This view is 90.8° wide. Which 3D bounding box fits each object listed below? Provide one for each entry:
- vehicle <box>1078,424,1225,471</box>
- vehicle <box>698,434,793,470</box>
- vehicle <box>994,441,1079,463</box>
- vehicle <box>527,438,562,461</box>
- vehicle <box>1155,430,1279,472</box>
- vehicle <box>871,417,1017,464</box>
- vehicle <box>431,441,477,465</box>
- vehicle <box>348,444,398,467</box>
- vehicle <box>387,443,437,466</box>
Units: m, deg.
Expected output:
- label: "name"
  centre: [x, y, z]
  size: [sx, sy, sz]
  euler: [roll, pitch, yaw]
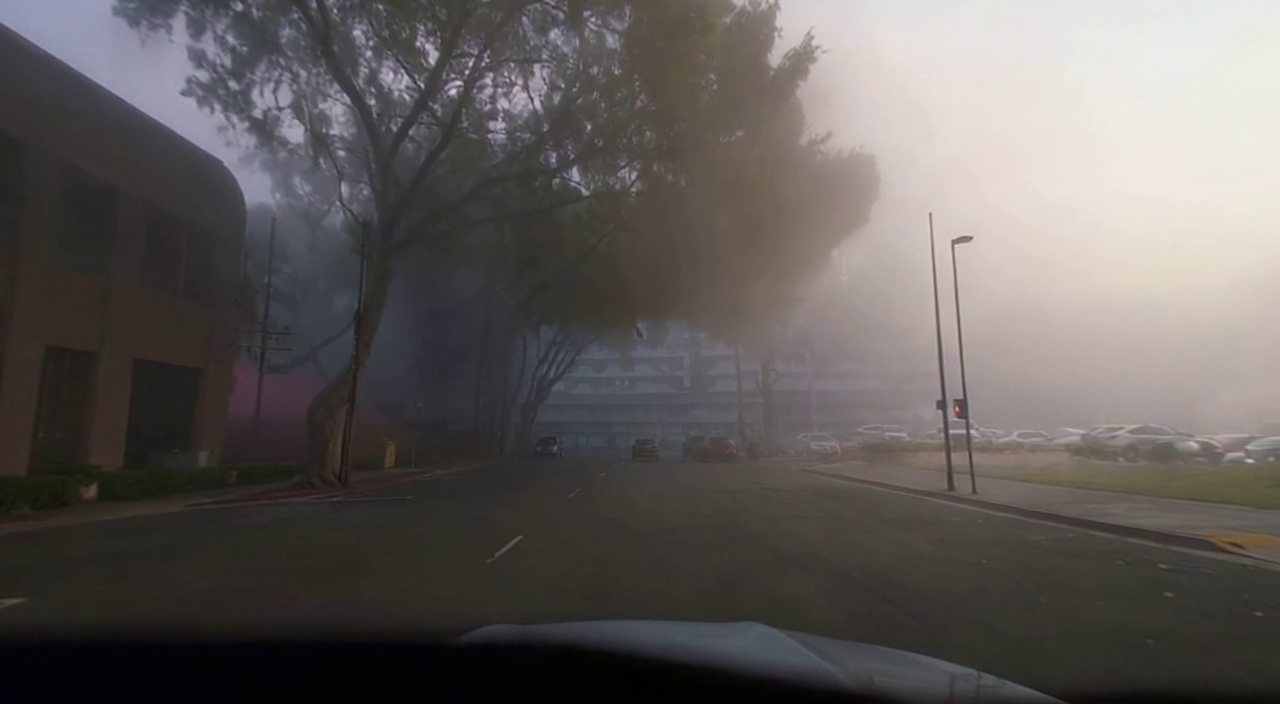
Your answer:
- label: "vehicle"
  centre: [26.004, 4.879, 32.284]
  size: [5.596, 2.168, 2.307]
  euler: [2, -8, -3]
- label: "vehicle"
  centre: [5.416, 5.083, 32.217]
  size: [4.626, 1.723, 1.939]
  euler: [5, -10, -32]
- label: "vehicle"
  centre: [26.816, 6.789, 42.830]
  size: [4.558, 1.452, 1.790]
  euler: [0, -8, -1]
- label: "vehicle"
  centre: [-7.257, 7.479, 48.583]
  size: [1.993, 1.640, 4.457]
  euler: [0, -8, 0]
- label: "vehicle"
  centre: [26.792, 4.511, 28.874]
  size: [4.591, 1.808, 2.016]
  euler: [0, -9, 0]
- label: "vehicle"
  centre: [13.940, 4.096, 29.271]
  size: [5.540, 2.045, 2.259]
  euler: [0, -8, -2]
- label: "vehicle"
  centre: [-13.768, 7.450, 46.994]
  size: [1.888, 1.657, 4.138]
  euler: [0, -7, 5]
- label: "vehicle"
  centre: [-19.651, 7.613, 46.702]
  size: [1.880, 1.617, 3.870]
  euler: [-1, -8, 2]
- label: "vehicle"
  centre: [-16.632, 7.509, 46.340]
  size: [1.850, 1.531, 4.256]
  euler: [0, -7, 4]
